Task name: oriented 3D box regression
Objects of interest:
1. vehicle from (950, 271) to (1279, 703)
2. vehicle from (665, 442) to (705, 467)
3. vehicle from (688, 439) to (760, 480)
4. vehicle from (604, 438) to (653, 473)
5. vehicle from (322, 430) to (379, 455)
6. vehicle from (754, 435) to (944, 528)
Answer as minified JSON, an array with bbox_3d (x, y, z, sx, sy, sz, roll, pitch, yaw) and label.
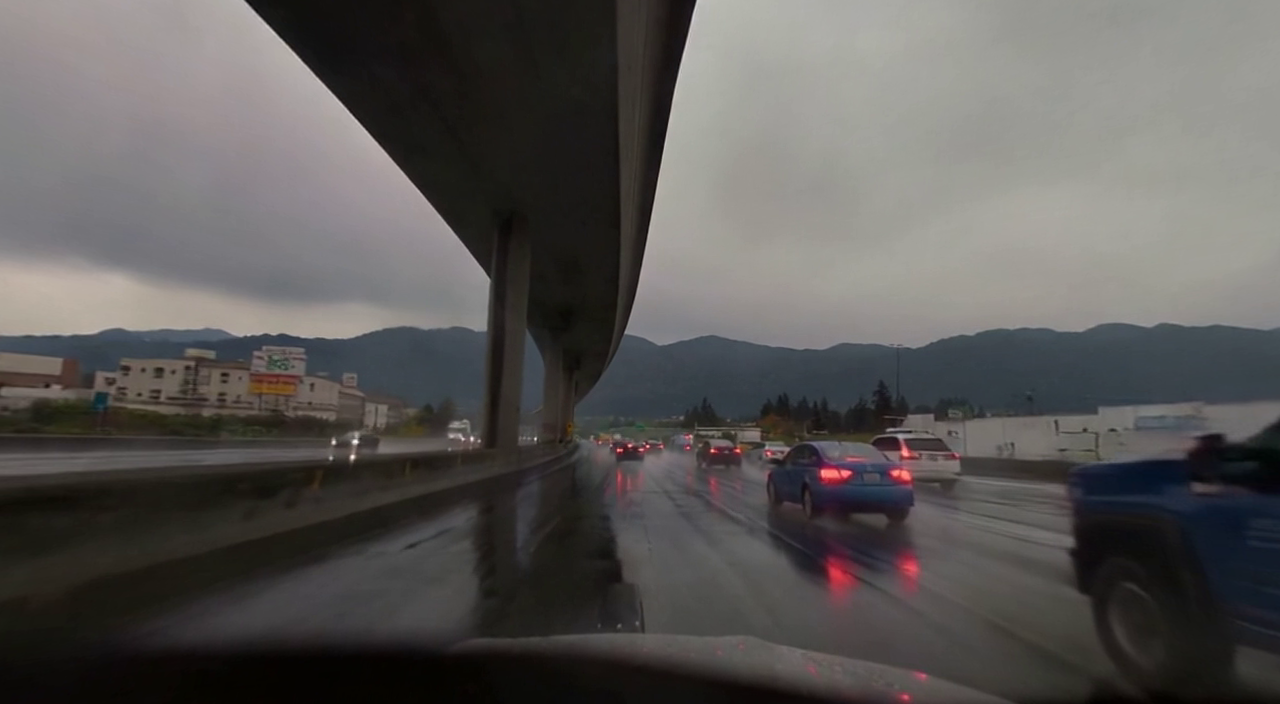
[{"bbox_3d":[4.061,0.571,1.748,2.747,2.061,7.011,0,-9,-1],"label":"vehicle"},{"bbox_3d":[2.802,6.495,40.309,1.905,1.491,4.468,0,-9,-4],"label":"vehicle"},{"bbox_3d":[3.292,4.321,25.649,2.057,1.517,4.538,0,-9,-3],"label":"vehicle"},{"bbox_3d":[-0.644,5.060,31.068,2.266,1.549,3.978,0,-9,-3],"label":"vehicle"},{"bbox_3d":[-20.016,6.325,43.891,1.965,1.627,4.533,0,-9,-2],"label":"vehicle"},{"bbox_3d":[3.804,2.441,12.604,1.923,1.462,4.895,0,-9,-3],"label":"vehicle"}]
